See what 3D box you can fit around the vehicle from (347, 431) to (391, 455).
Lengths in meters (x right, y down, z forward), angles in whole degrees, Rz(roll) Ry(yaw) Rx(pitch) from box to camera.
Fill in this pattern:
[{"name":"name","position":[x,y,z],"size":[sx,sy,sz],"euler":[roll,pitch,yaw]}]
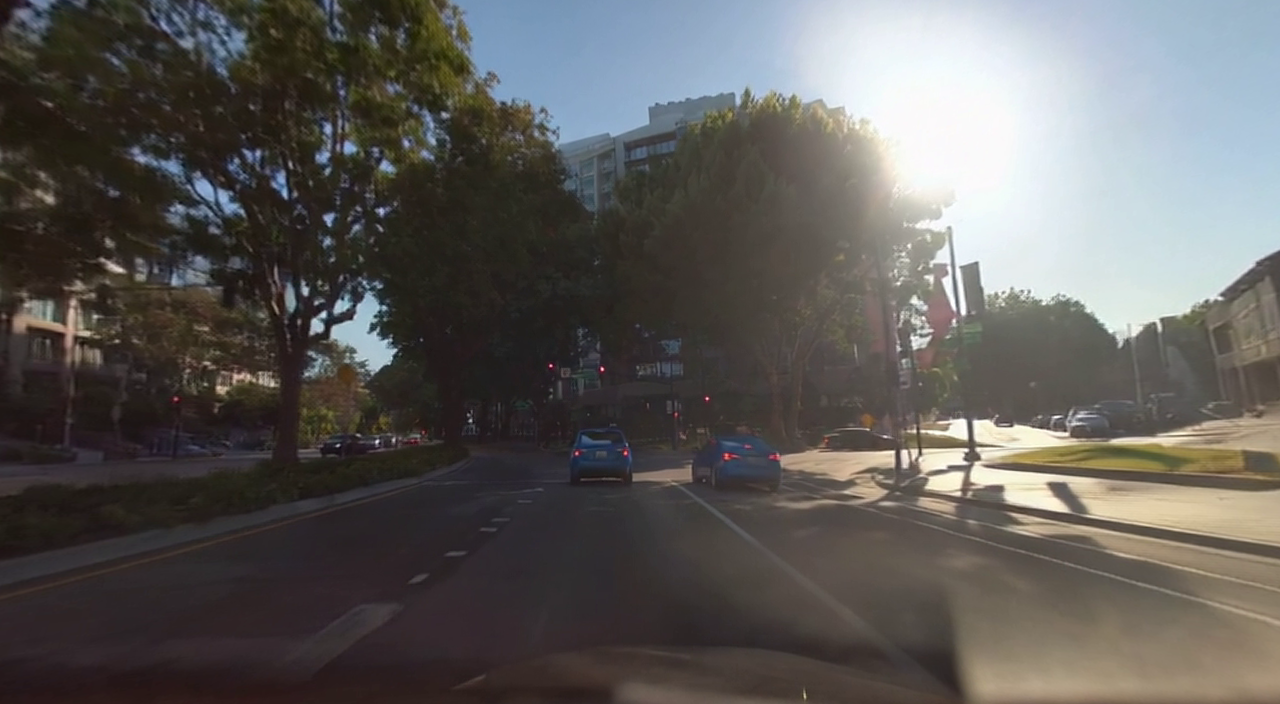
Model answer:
[{"name":"vehicle","position":[-20.989,7.077,49.123],"size":[2.207,1.765,4.569],"euler":[2,-9,-11]}]

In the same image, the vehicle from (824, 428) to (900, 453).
[{"name":"vehicle","position":[16.636,6.659,47.479],"size":[5.023,1.756,2.001],"euler":[-1,-9,8]}]

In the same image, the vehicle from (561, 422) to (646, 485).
[{"name":"vehicle","position":[-1.192,3.111,19.559],"size":[2.317,1.713,4.231],"euler":[1,-9,-5]}]

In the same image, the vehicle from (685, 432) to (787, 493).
[{"name":"vehicle","position":[2.494,3.026,17.633],"size":[1.918,1.479,4.468],"euler":[1,-9,-3]}]
